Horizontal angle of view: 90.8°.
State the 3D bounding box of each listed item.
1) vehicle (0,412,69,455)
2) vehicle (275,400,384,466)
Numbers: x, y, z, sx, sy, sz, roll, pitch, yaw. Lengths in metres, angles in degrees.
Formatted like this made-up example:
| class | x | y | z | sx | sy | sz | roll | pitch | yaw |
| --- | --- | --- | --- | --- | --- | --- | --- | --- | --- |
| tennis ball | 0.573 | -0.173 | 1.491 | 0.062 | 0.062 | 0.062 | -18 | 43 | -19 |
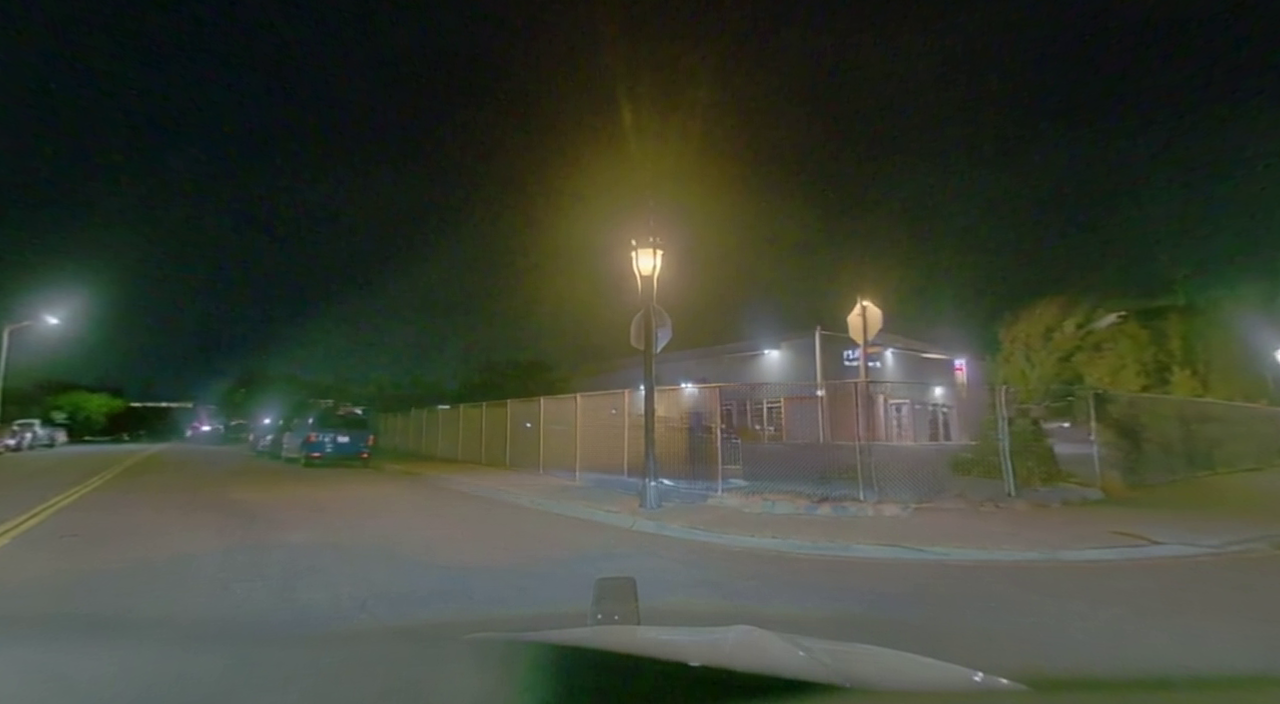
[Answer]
| class | x | y | z | sx | sy | sz | roll | pitch | yaw |
| --- | --- | --- | --- | --- | --- | --- | --- | --- | --- |
| vehicle | -30.393 | 4.059 | 31.079 | 2.504 | 1.919 | 5.658 | 6 | -10 | -34 |
| vehicle | -11.245 | 2.949 | 22.622 | 2.327 | 2.021 | 5.850 | 6 | -10 | -36 |
